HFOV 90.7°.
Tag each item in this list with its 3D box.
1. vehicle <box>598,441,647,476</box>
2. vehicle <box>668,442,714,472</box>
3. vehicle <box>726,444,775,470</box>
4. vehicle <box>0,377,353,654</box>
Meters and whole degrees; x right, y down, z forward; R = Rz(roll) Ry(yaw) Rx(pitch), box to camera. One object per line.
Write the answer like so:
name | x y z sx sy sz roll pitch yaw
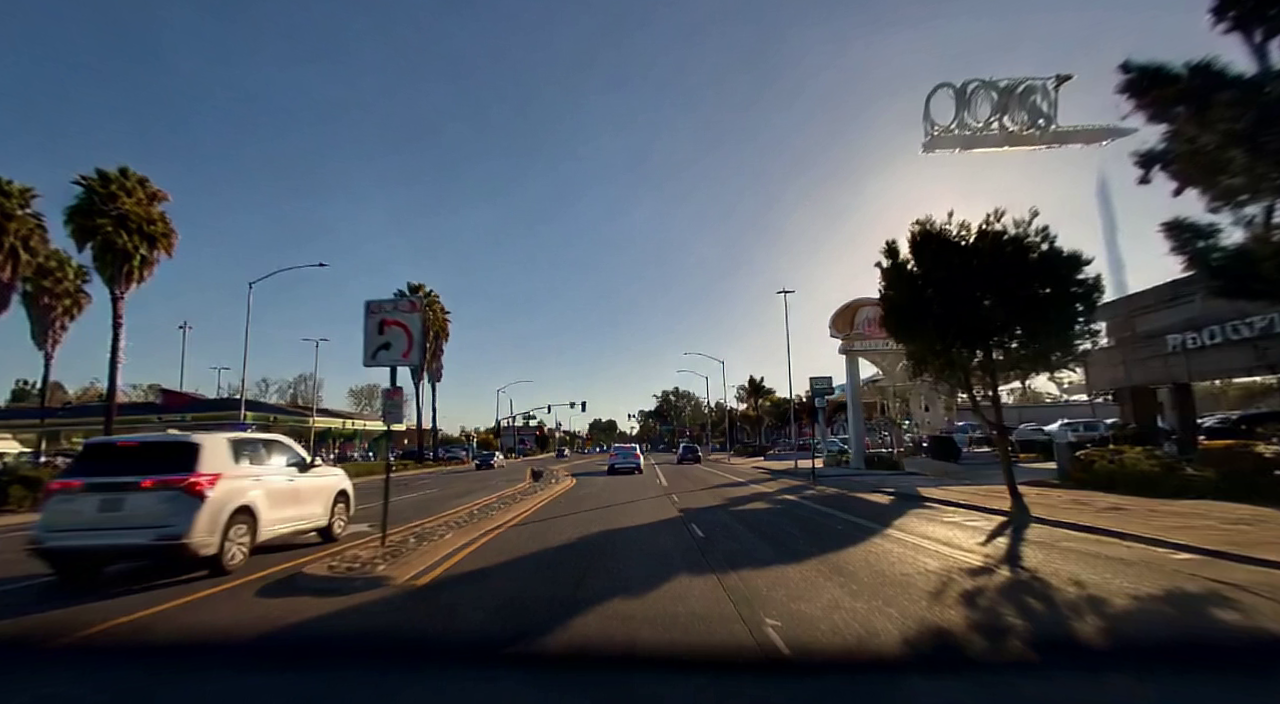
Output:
vehicle | -0.810 4.947 29.662 2.160 1.508 4.319 0 -9 -1
vehicle | 2.727 5.708 34.594 2.060 1.471 4.168 0 -9 -1
vehicle | 6.614 6.359 38.473 1.922 1.461 4.868 0 -9 -2
vehicle | -5.274 1.488 6.829 2.158 1.820 5.284 -1 -8 -3
